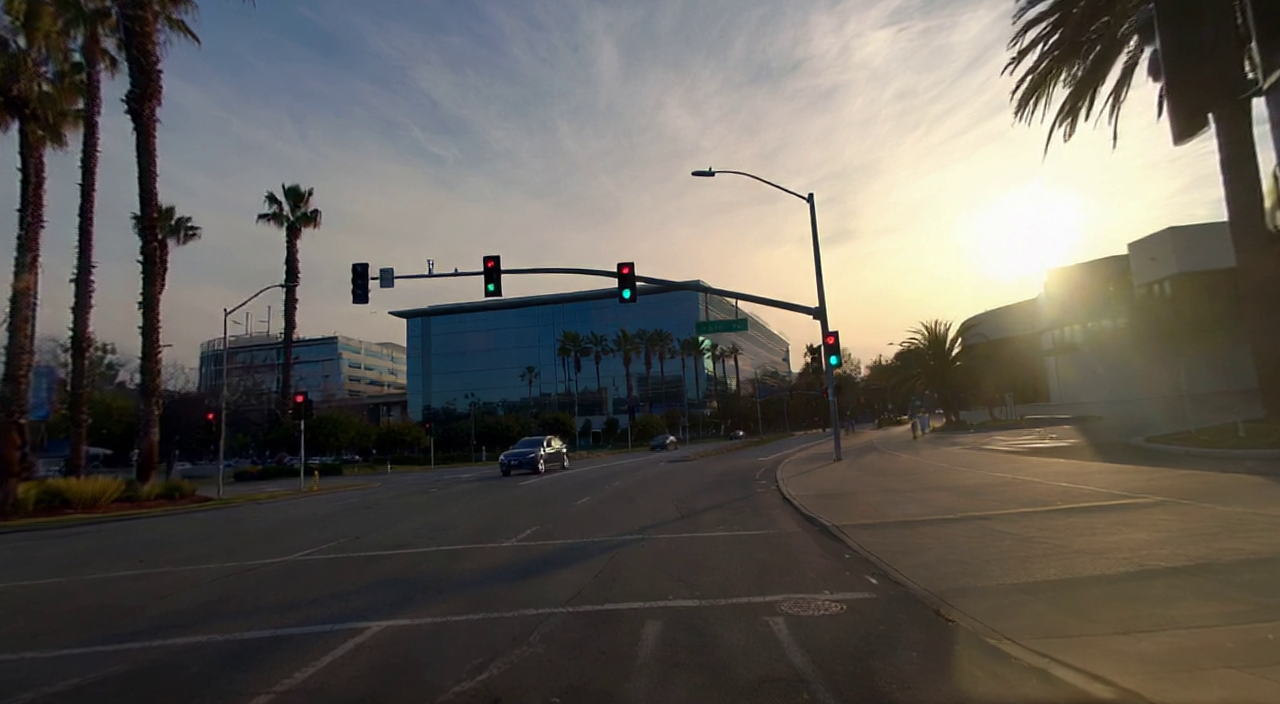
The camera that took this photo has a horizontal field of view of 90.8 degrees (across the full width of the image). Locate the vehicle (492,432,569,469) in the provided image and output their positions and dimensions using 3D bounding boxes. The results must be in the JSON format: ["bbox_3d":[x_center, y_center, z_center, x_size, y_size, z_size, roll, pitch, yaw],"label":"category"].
[{"bbox_3d":[-5.716,5.234,33.622,2.181,1.792,4.648,-3,-9,16],"label":"vehicle"}]
